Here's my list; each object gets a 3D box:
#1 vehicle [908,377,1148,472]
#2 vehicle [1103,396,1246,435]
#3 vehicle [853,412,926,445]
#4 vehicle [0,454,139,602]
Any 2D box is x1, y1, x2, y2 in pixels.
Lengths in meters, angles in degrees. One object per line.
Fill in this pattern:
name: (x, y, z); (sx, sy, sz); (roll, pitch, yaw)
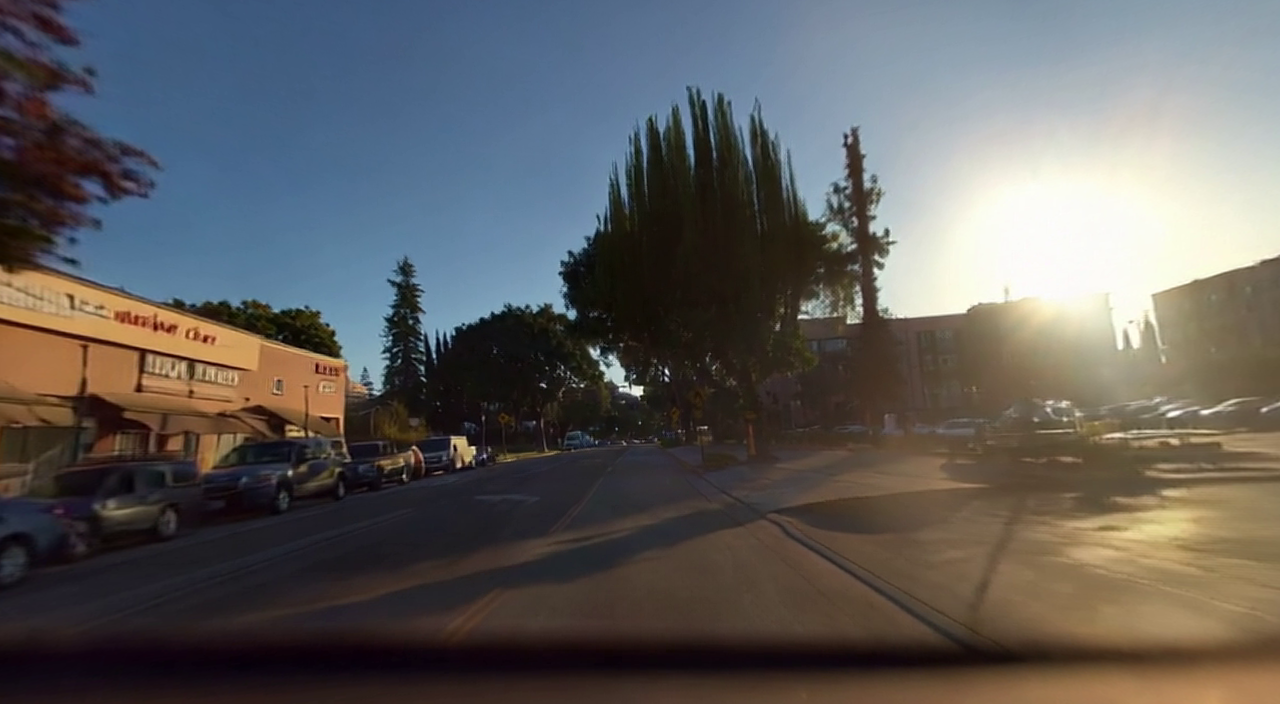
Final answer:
vehicle: (11.000, 2.057, 18.138); (5.453, 1.794, 2.011); (-8, -6, -2)
vehicle: (23.849, 2.859, 28.200); (4.521, 1.634, 1.996); (0, -8, 0)
vehicle: (18.026, 5.554, 45.647); (4.625, 1.729, 2.048); (-10, -7, 19)
vehicle: (-8.532, 1.991, 6.650); (1.879, 1.543, 4.778); (-13, -13, 43)
